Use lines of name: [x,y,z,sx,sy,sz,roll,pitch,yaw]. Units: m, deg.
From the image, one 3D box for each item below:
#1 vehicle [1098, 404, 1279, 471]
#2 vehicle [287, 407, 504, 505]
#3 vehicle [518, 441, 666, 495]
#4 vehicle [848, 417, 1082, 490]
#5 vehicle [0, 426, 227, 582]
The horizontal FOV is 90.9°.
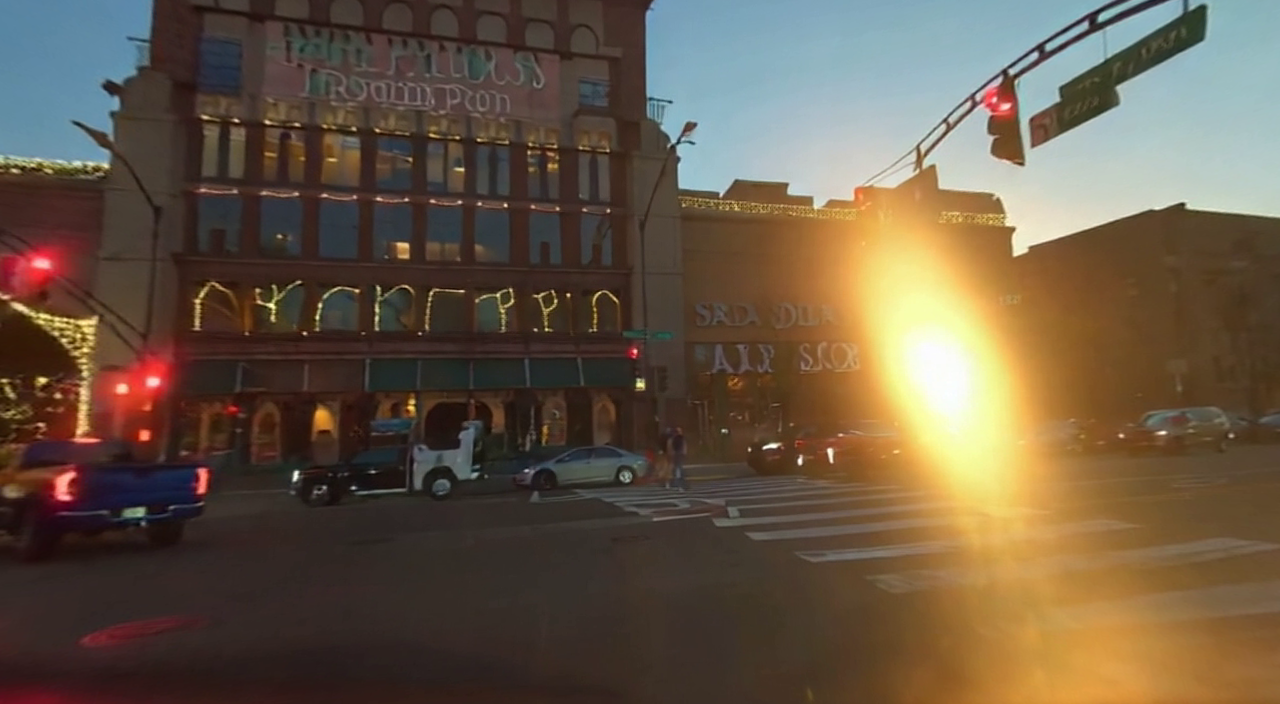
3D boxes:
vehicle: [14.457,2.200,16.210,4.390,1.552,1.925,2,-9,-16]
vehicle: [-7.712,3.364,20.760,6.182,2.913,2.526,1,-8,-11]
vehicle: [-1.592,3.657,20.218,4.515,1.583,1.920,1,-8,-10]
vehicle: [7.398,2.292,14.485,4.600,1.506,1.878,2,-8,-15]
vehicle: [-10.055,2.347,10.704,5.534,2.020,2.477,-4,-9,26]
